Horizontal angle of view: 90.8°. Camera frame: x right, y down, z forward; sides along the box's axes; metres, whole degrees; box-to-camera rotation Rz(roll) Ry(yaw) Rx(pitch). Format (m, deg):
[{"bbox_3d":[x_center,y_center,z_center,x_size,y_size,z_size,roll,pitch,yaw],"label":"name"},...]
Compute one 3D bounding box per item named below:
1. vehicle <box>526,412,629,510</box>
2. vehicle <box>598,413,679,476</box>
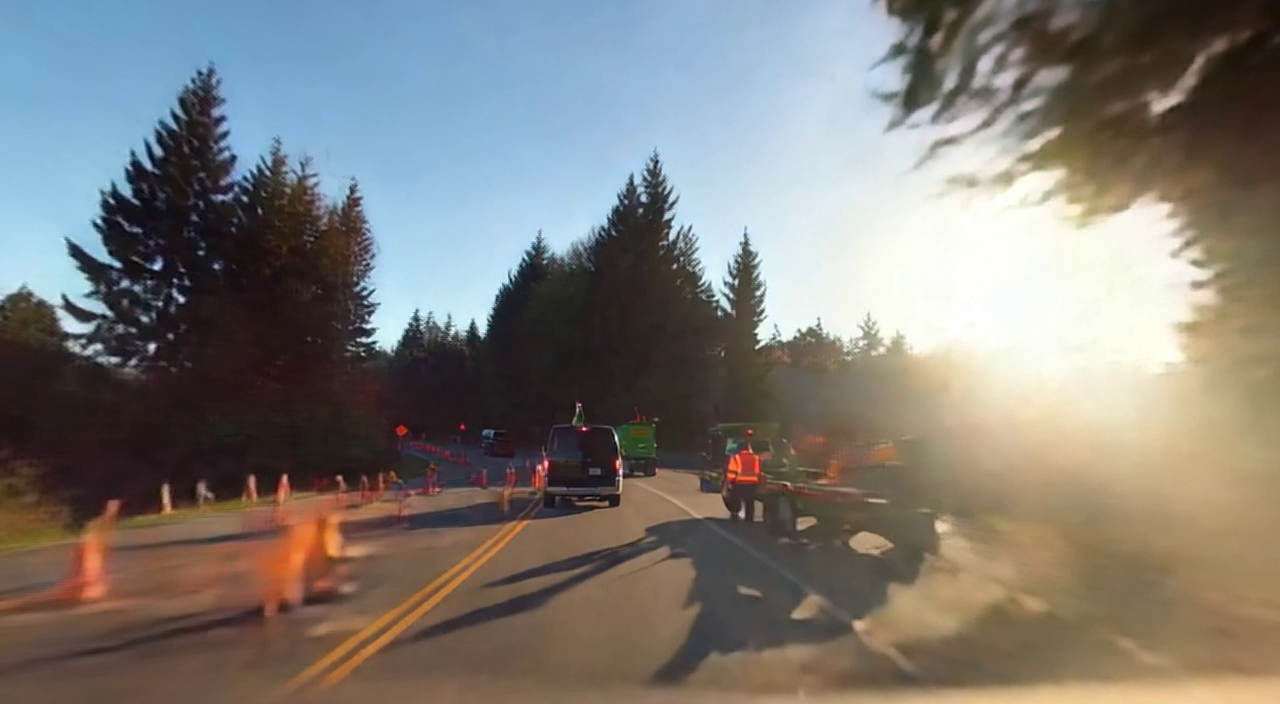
[{"bbox_3d":[-1.660,2.881,17.089,2.362,2.223,4.892,1,-9,-5],"label":"vehicle"},{"bbox_3d":[-0.342,5.449,37.694,3.126,3.310,8.534,1,-8,-12],"label":"vehicle"}]
